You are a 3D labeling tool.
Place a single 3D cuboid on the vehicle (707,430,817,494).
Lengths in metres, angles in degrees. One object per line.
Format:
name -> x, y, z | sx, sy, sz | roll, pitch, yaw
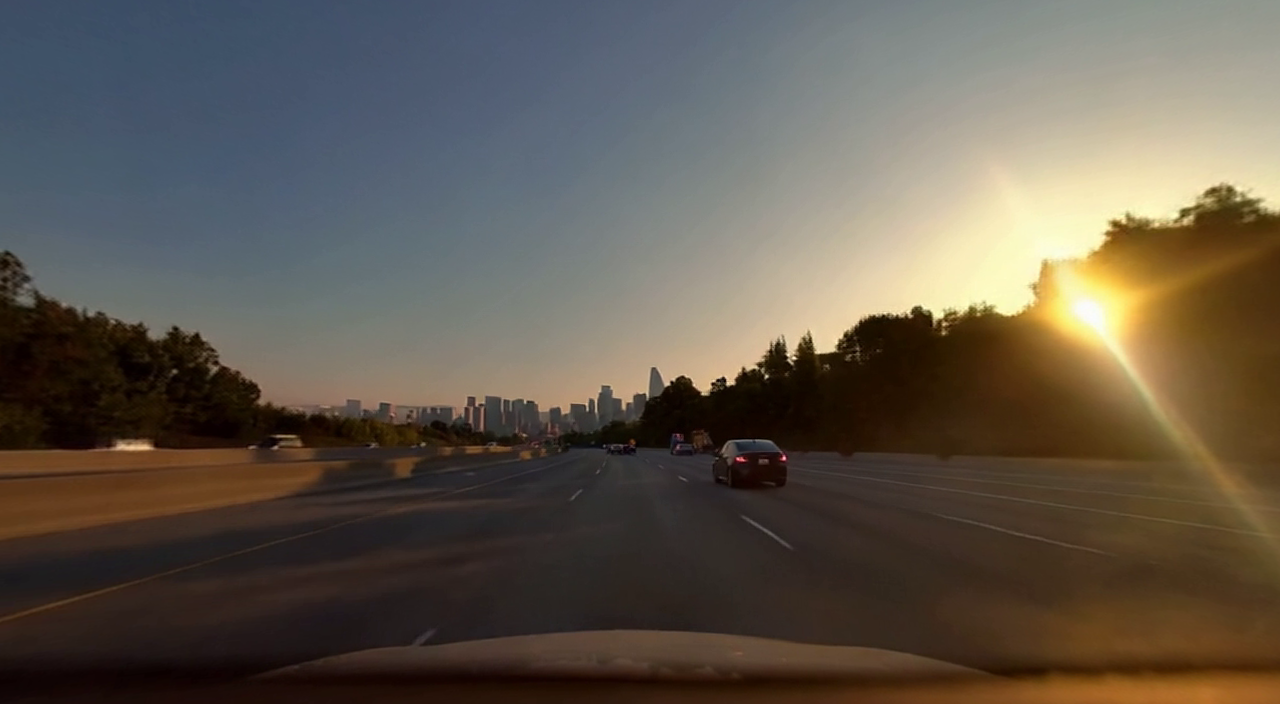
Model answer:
vehicle -> 3.574, 3.328, 19.489 | 2.305, 1.729, 4.526 | 0, -8, -2
